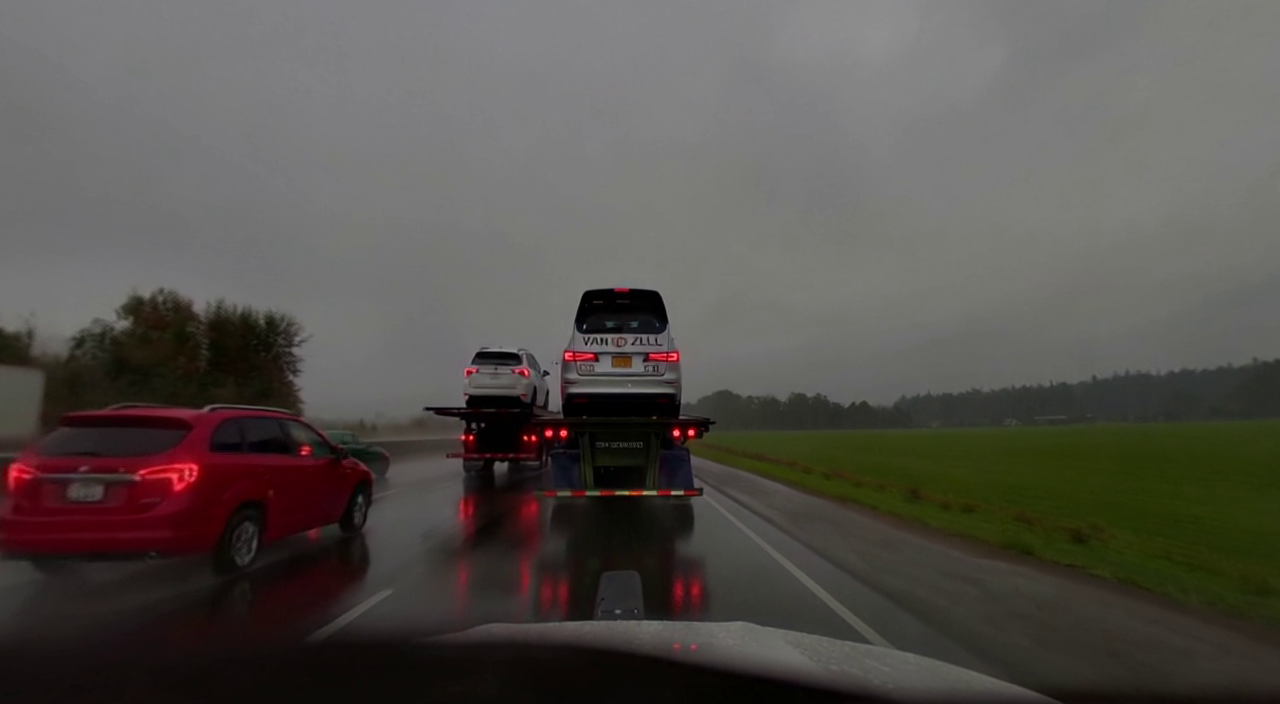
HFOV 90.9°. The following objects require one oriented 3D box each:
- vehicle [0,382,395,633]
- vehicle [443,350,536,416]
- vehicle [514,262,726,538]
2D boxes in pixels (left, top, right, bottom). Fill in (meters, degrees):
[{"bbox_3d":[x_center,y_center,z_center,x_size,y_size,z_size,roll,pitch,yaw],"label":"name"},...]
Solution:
[{"bbox_3d":[-4.288,1.323,6.451,1.914,1.675,4.331,0,-7,-2],"label":"vehicle"},{"bbox_3d":[-4.815,1.138,20.871,2.118,1.799,4.591,0,-7,-3],"label":"vehicle"},{"bbox_3d":[-0.395,1.184,12.929,2.738,3.628,9.223,0,-7,-2],"label":"vehicle"}]
